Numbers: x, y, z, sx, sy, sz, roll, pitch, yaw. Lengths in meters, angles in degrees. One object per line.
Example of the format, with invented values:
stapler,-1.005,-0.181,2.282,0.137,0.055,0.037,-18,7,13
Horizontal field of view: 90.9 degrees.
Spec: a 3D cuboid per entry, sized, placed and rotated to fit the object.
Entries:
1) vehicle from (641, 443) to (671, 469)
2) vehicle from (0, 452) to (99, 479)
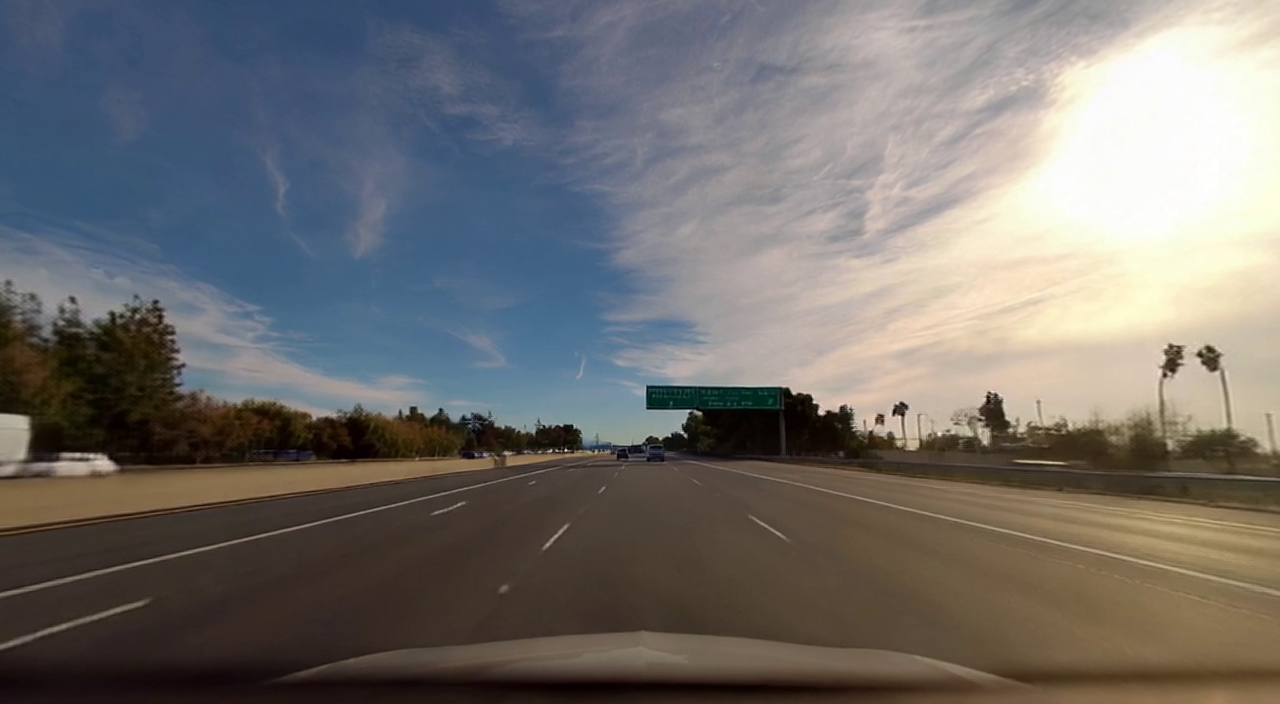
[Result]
vehicle,1.189,8.159,49.706,2.219,1.927,4.409,0,-9,-1
vehicle,-34.977,6.692,37.417,1.868,1.490,4.250,0,-9,0
